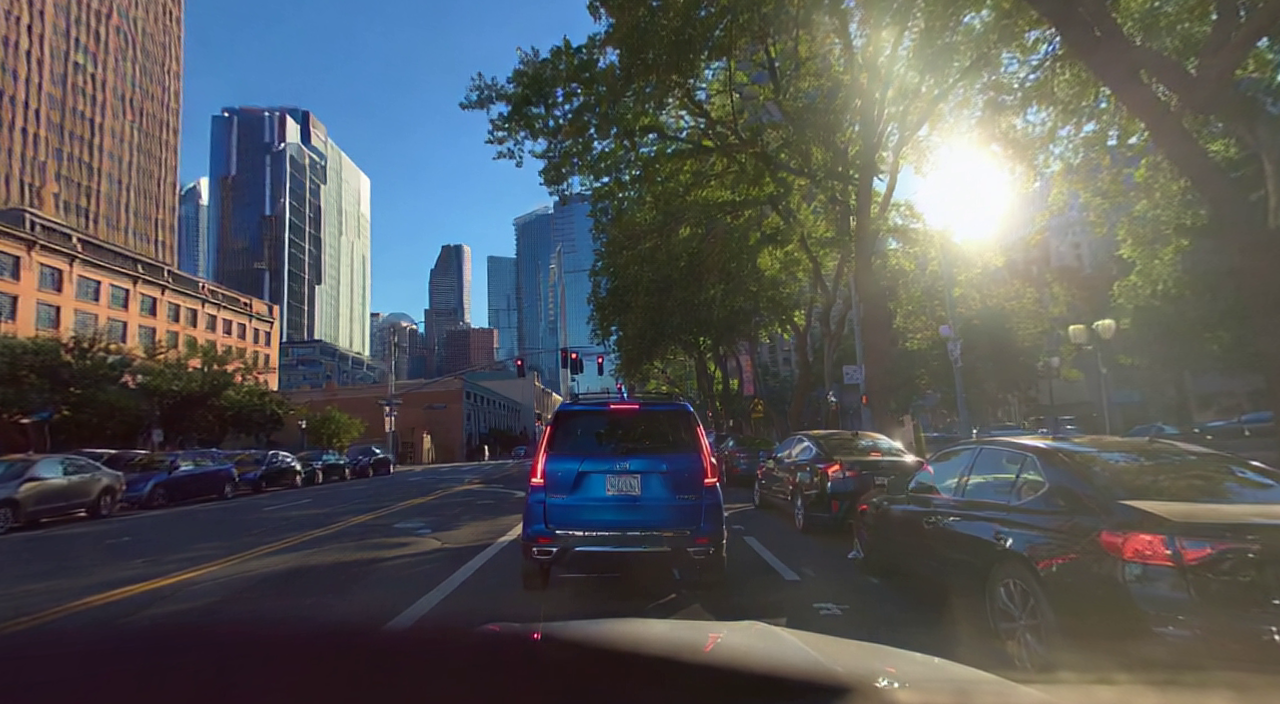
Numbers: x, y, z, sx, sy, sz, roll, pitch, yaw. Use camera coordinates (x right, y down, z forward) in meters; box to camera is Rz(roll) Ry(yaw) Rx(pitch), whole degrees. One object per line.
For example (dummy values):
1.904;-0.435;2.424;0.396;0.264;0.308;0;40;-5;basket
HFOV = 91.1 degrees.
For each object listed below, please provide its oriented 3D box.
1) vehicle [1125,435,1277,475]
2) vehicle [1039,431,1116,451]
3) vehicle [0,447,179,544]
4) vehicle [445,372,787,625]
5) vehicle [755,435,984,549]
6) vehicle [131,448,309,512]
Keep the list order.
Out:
22.111;4.057;24.991;4.055;1.469;1.848;-4;-9;26;vehicle
34.499;7.054;49.496;5.224;1.515;2.164;3;-9;-18;vehicle
-12.547;2.916;13.470;1.891;1.723;4.360;0;-8;1;vehicle
-0.163;1.366;6.758;2.453;1.816;4.300;0;-8;0;vehicle
3.288;2.084;10.070;2.056;1.422;4.130;0;-8;-1;vehicle
-12.466;3.781;19.142;2.207;1.648;4.675;0;-8;-1;vehicle
